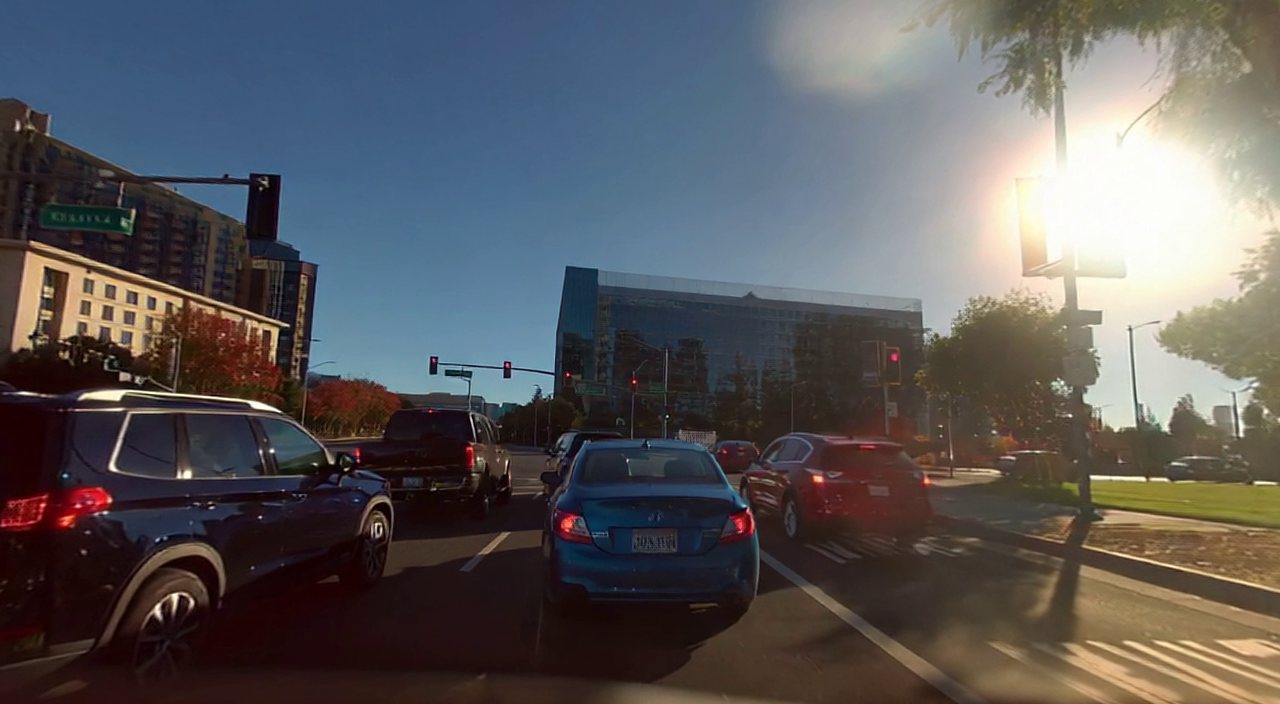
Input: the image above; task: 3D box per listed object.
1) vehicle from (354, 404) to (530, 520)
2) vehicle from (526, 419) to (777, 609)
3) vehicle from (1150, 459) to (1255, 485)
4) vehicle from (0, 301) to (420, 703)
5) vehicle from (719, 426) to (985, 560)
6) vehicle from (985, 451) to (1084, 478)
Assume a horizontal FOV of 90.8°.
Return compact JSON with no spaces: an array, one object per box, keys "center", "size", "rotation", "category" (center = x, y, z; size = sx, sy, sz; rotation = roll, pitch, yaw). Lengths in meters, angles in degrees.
[{"center":[-3.881,2.299,13.714],"size":[2.305,1.984,5.586],"rotation":[0,-8,-3],"category":"vehicle"},{"center":[-0.059,1.612,7.316],"size":[2.001,1.483,4.442],"rotation":[0,-8,-4],"category":"vehicle"},{"center":[34.650,7.380,38.995],"size":[4.609,1.513,1.861],"rotation":[0,-8,1],"category":"vehicle"},{"center":[-3.145,1.006,4.158],"size":[1.924,1.737,4.387],"rotation":[0,-8,-2],"category":"vehicle"},{"center":[2.767,1.977,9.736],"size":[2.100,1.524,4.746],"rotation":[1,-8,-5],"category":"vehicle"},{"center":[24.185,6.892,38.844],"size":[4.737,1.572,2.026],"rotation":[0,-8,-2],"category":"vehicle"}]
